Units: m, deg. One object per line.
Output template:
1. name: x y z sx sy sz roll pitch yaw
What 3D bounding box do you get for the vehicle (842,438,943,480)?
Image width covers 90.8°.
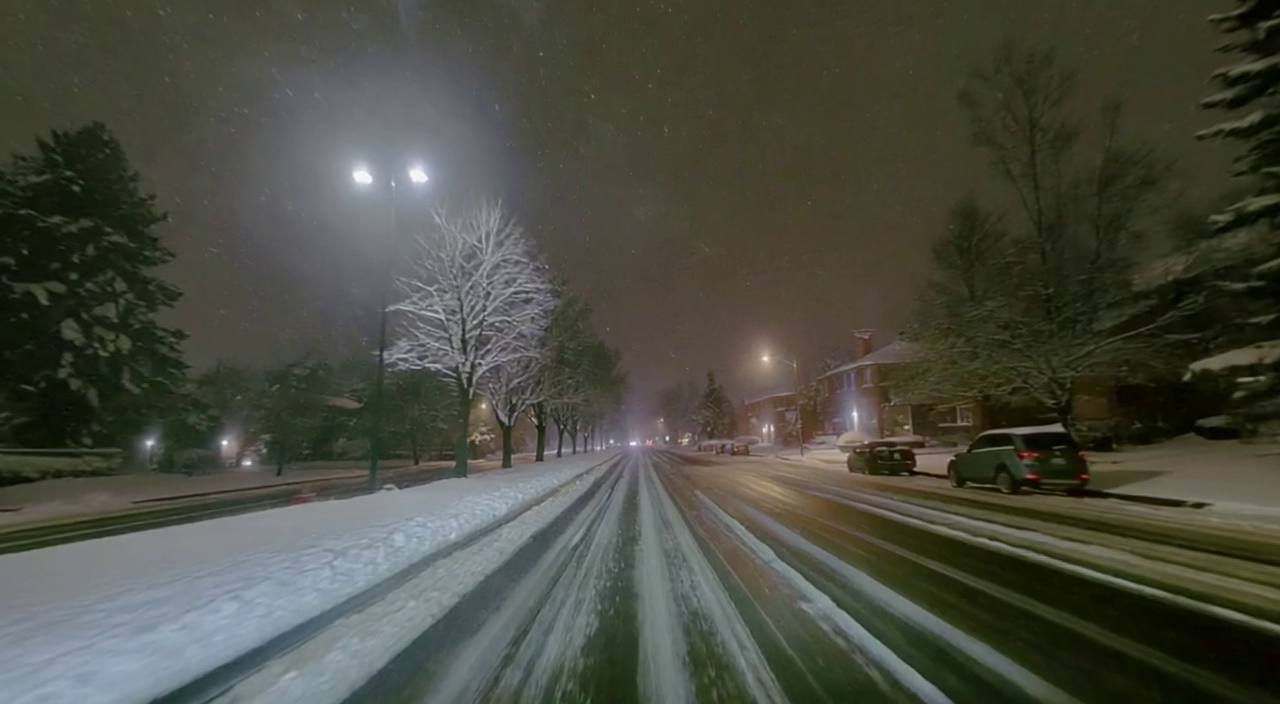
1. vehicle: 9.894 4.239 25.244 1.996 1.488 4.810 0 -8 0

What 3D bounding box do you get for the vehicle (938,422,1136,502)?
1. vehicle: 9.846 2.755 16.246 2.018 1.742 4.547 0 -8 -1
